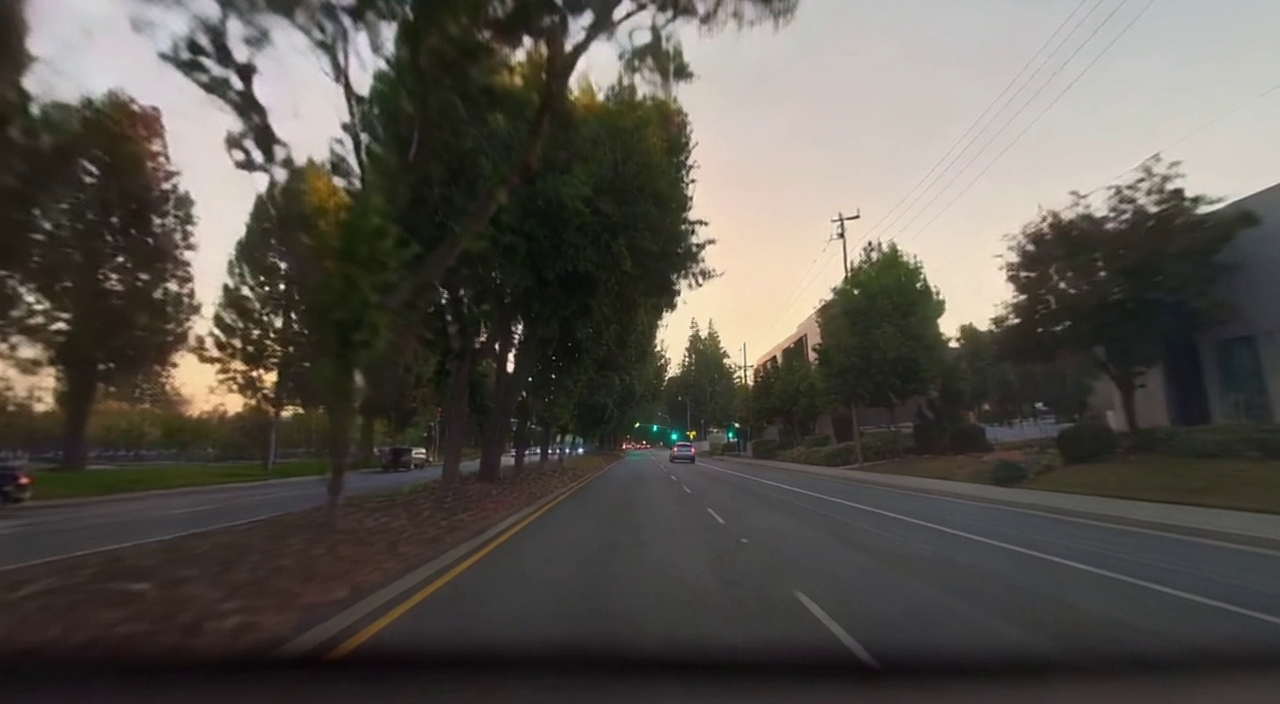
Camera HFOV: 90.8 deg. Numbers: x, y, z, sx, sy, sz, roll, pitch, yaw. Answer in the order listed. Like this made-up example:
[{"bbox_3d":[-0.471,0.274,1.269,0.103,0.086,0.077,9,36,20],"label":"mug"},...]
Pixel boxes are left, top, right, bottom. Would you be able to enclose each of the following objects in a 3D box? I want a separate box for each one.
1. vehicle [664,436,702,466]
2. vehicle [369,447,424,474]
[{"bbox_3d":[2.815,6.624,42.376,2.085,1.828,5.383,0,-8,-1],"label":"vehicle"},{"bbox_3d":[-17.077,7.580,44.578,2.052,1.776,4.483,0,-8,0],"label":"vehicle"}]
